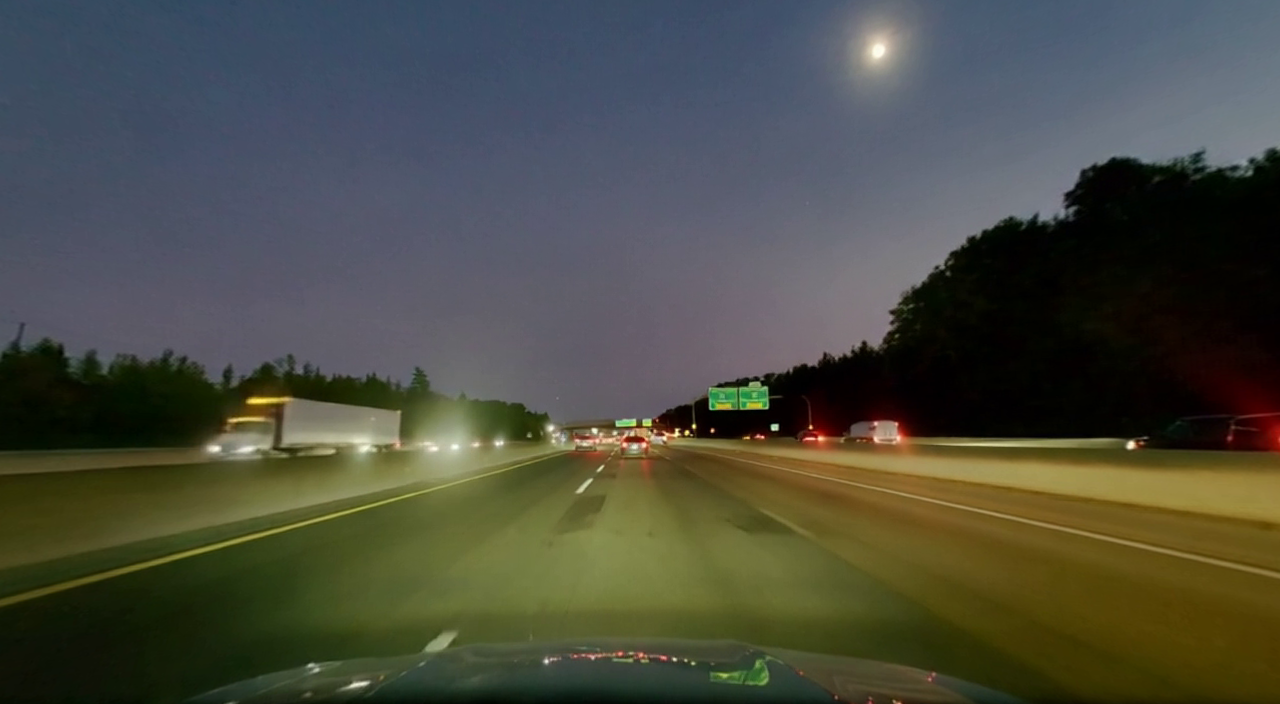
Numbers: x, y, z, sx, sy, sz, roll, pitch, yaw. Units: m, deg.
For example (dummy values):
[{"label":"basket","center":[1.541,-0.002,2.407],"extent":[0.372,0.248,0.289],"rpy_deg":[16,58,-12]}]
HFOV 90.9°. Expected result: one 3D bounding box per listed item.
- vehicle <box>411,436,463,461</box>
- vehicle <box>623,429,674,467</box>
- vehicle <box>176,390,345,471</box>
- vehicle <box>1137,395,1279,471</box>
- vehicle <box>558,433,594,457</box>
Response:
[{"label":"vehicle","center":[-12.463,5.929,38.963],"extent":[1.993,1.479,3.872],"rpy_deg":[0,-8,-1]},{"label":"vehicle","center":[0.310,4.312,28.489],"extent":[2.086,1.554,3.875],"rpy_deg":[0,-8,-2]},{"label":"vehicle","center":[-20.110,4.375,34.611],"extent":[2.981,3.787,10.363],"rpy_deg":[0,-8,-1]},{"label":"vehicle","center":[22.475,3.093,23.868],"extent":[2.232,2.540,6.015],"rpy_deg":[0,-8,-1]},{"label":"vehicle","center":[-4.195,6.144,41.856],"extent":[2.014,1.471,4.380],"rpy_deg":[0,-8,-1]}]
